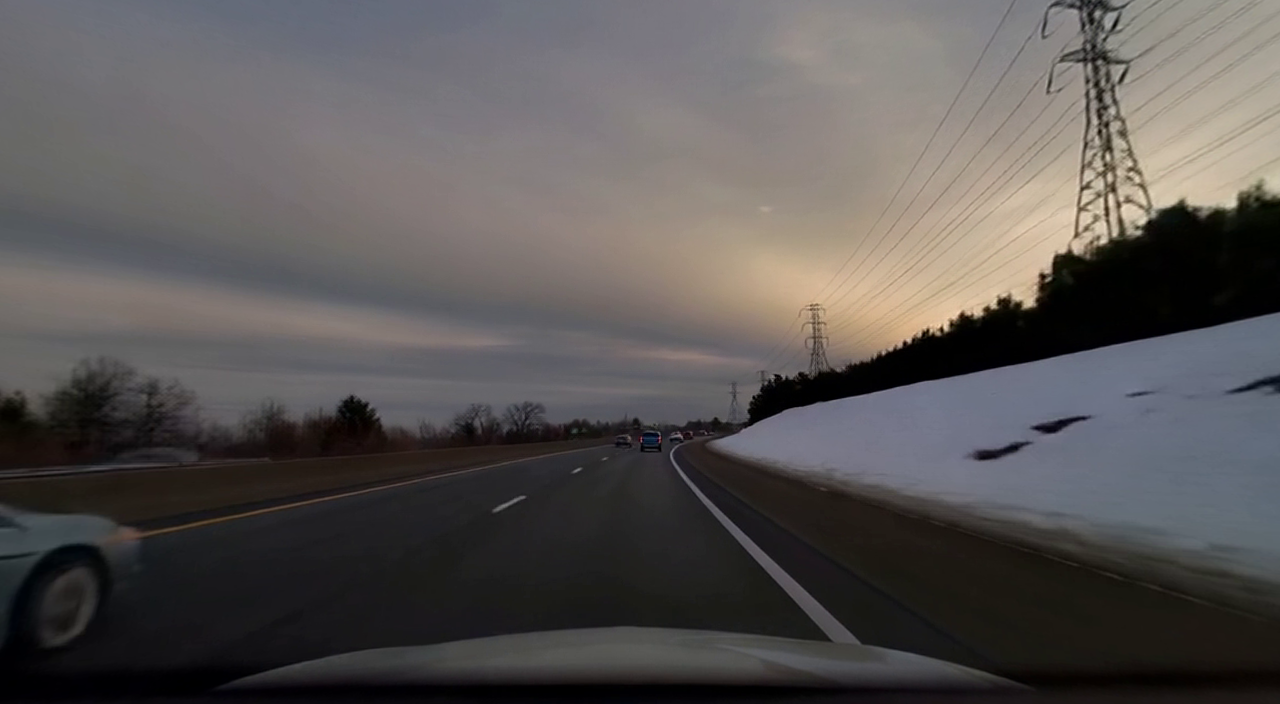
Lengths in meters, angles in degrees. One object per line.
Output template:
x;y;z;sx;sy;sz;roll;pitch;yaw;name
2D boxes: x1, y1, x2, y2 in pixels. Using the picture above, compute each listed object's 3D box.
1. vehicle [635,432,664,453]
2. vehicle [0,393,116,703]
0.742;6.829;47.740;2.077;1.523;4.206;0;-8;2;vehicle
-3.982;0.746;1.380;2.030;1.522;4.250;0;-8;-1;vehicle
